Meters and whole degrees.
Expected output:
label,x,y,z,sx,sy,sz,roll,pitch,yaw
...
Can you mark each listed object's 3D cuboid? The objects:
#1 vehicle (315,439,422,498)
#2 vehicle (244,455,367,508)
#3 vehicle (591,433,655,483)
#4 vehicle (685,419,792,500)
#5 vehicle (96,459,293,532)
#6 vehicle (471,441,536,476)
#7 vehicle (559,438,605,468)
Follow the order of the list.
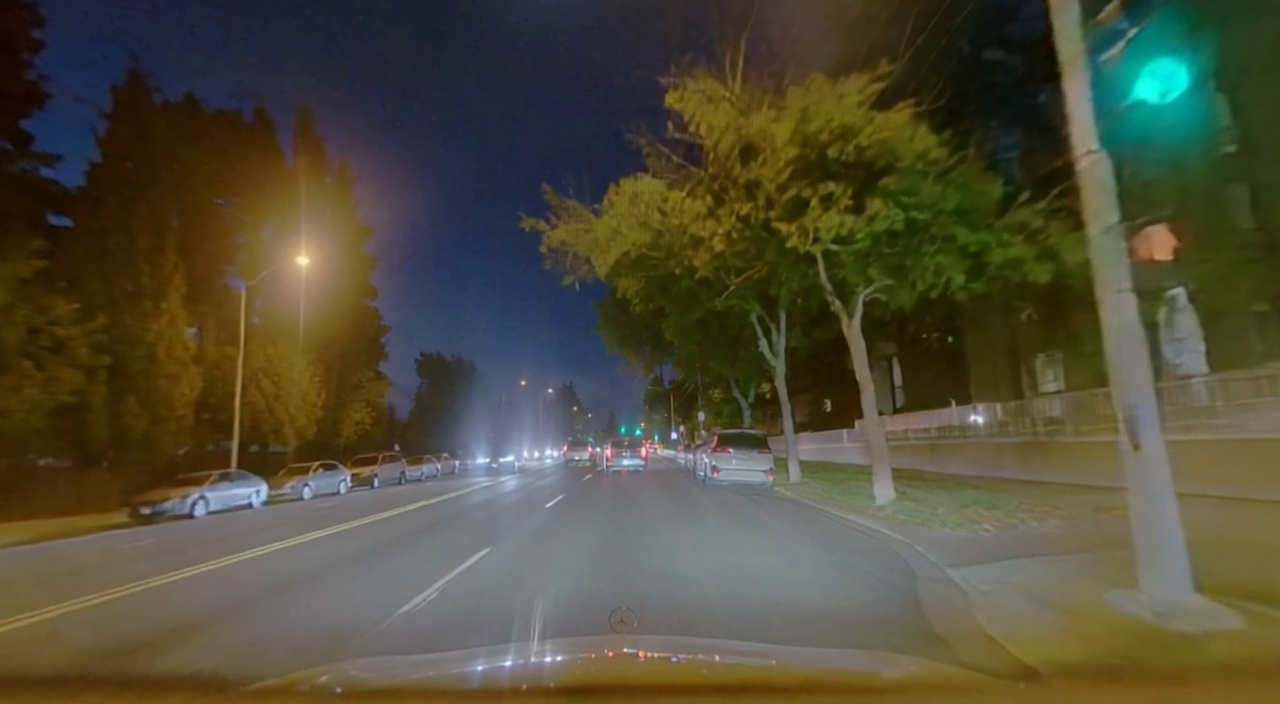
label,x,y,z,sx,sy,sz,roll,pitch,yaw
vehicle,-12.306,5.248,29.250,2.249,2.093,6.297,-8,-7,-3
vehicle,-12.140,4.675,23.362,2.047,1.497,4.949,-4,-8,-2
vehicle,-0.560,3.710,22.411,2.041,1.575,4.304,0,-8,0
vehicle,2.482,2.877,17.221,2.119,1.884,4.567,0,-8,-1
vehicle,-12.434,3.989,18.212,2.050,1.518,5.115,-3,-8,-1
vehicle,-6.484,5.098,30.552,1.998,1.518,4.817,0,-8,1
vehicle,-3.093,5.473,34.468,2.117,1.528,4.277,0,-8,-1
